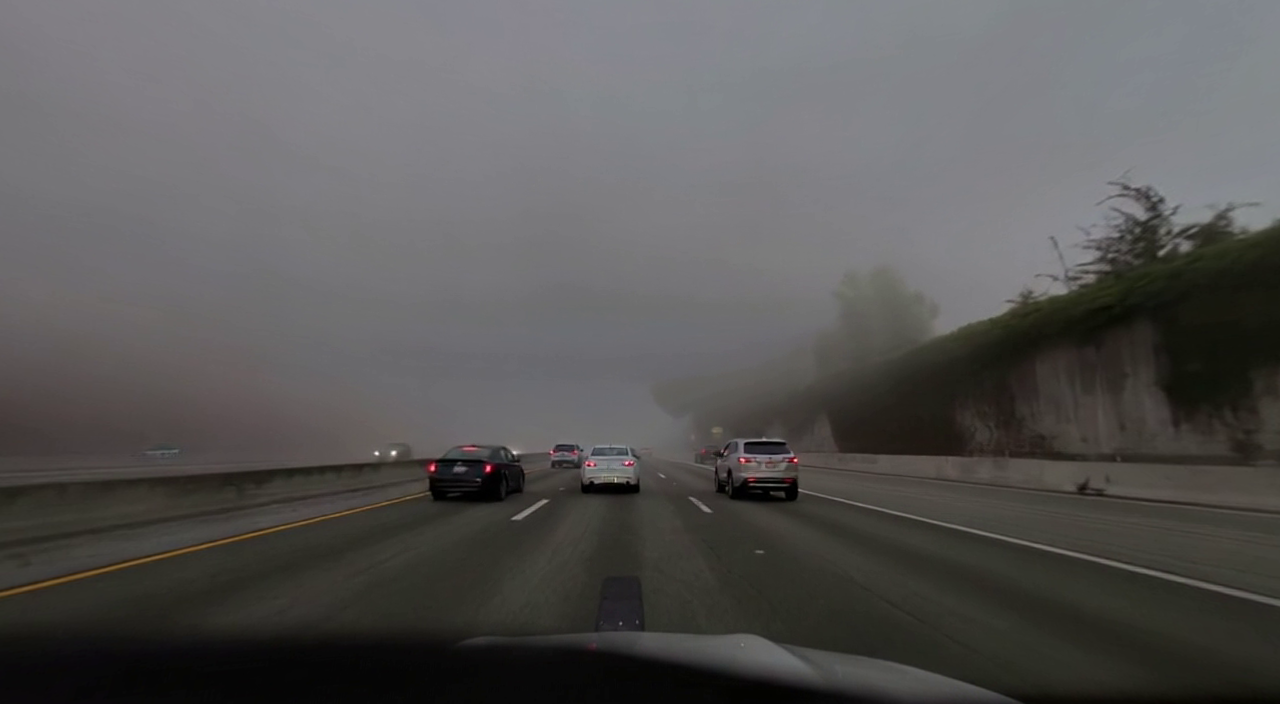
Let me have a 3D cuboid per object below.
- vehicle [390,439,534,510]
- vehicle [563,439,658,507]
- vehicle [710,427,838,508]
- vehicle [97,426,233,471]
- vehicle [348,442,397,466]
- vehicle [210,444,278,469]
[{"bbox_3d":[-4.331,3.070,16.491,2.214,1.512,5.389,0,-9,0],"label":"vehicle"},{"bbox_3d":[-0.694,2.965,15.981,2.098,1.475,3.997,0,-9,-1],"label":"vehicle"},{"bbox_3d":[3.263,2.936,16.552,2.162,1.800,4.693,0,-9,-2],"label":"vehicle"},{"bbox_3d":[-33.724,6.949,45.535,2.827,2.862,9.463,0,-9,-3],"label":"vehicle"},{"bbox_3d":[-20.027,7.632,47.519,1.942,1.713,4.195,0,-9,-2],"label":"vehicle"},{"bbox_3d":[-26.861,7.098,43.067,1.847,1.607,4.463,0,-9,-2],"label":"vehicle"}]
